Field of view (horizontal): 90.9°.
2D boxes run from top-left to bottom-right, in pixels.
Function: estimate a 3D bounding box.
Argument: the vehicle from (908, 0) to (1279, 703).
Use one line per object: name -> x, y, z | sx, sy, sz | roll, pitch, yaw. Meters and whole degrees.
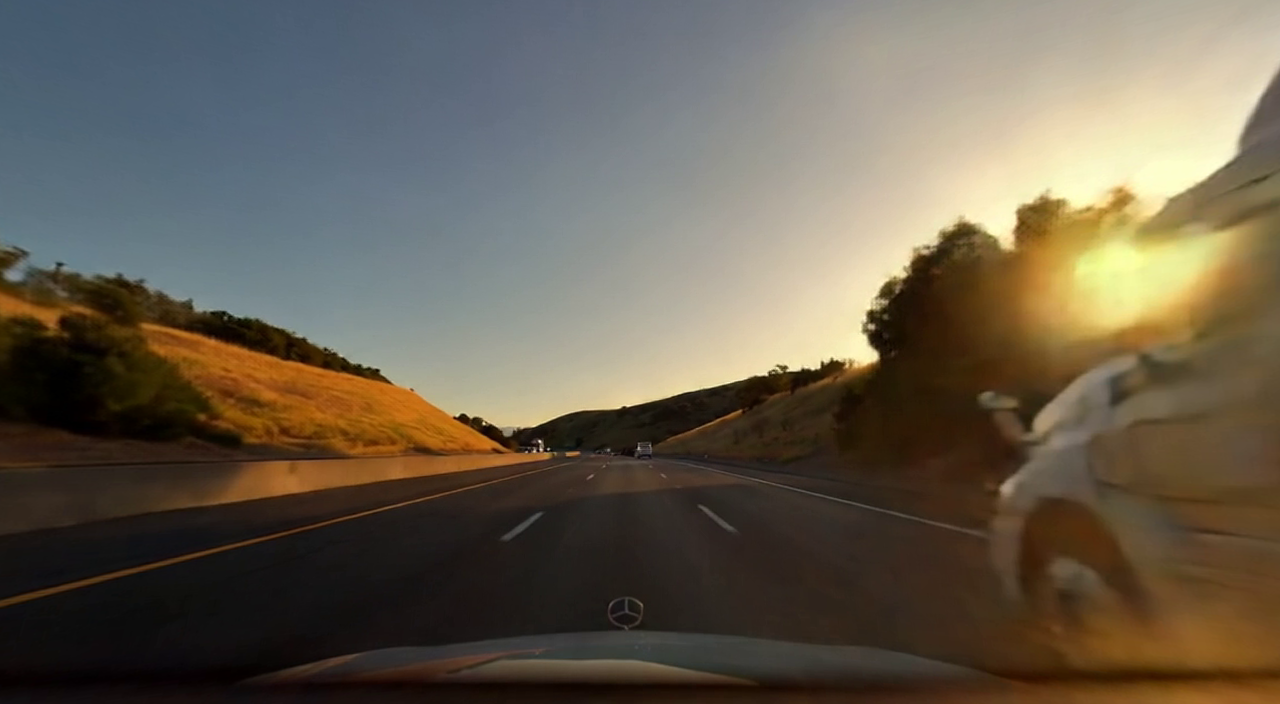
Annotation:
vehicle -> 3.696, -0.194, 1.677 | 3.045, 3.825, 6.161 | 0, -9, -1
